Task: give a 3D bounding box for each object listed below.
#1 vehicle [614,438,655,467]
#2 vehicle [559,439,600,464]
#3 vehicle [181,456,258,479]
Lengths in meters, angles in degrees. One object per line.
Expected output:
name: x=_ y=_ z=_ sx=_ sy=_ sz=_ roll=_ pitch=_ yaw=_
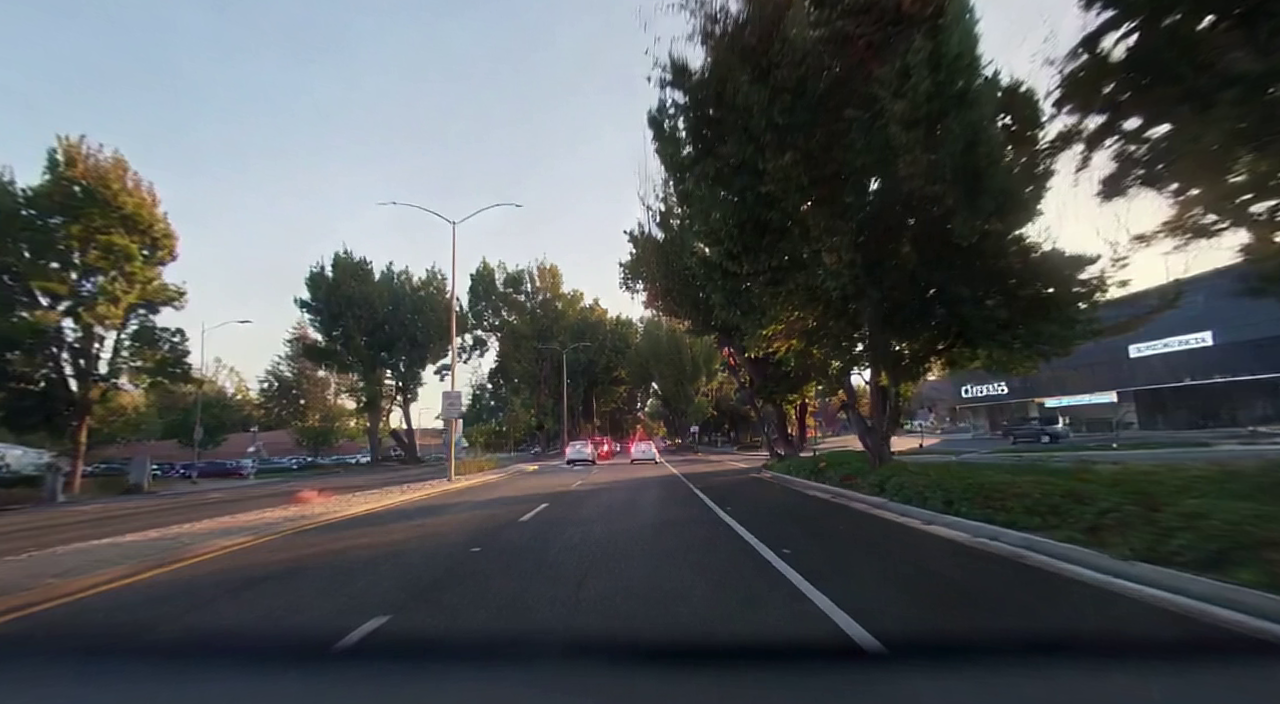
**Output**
vehicle: x=-0.319 y=5.499 z=34.741 sx=2.126 sy=1.475 sz=3.967 roll=0 pitch=-8 yaw=-1
vehicle: x=-3.671 y=6.179 z=39.334 sx=2.139 sy=1.487 sz=4.453 roll=0 pitch=-8 yaw=0
vehicle: x=-28.730 y=7.899 z=43.248 sx=3.942 sy=1.471 sz=1.859 roll=0 pitch=-8 yaw=0
